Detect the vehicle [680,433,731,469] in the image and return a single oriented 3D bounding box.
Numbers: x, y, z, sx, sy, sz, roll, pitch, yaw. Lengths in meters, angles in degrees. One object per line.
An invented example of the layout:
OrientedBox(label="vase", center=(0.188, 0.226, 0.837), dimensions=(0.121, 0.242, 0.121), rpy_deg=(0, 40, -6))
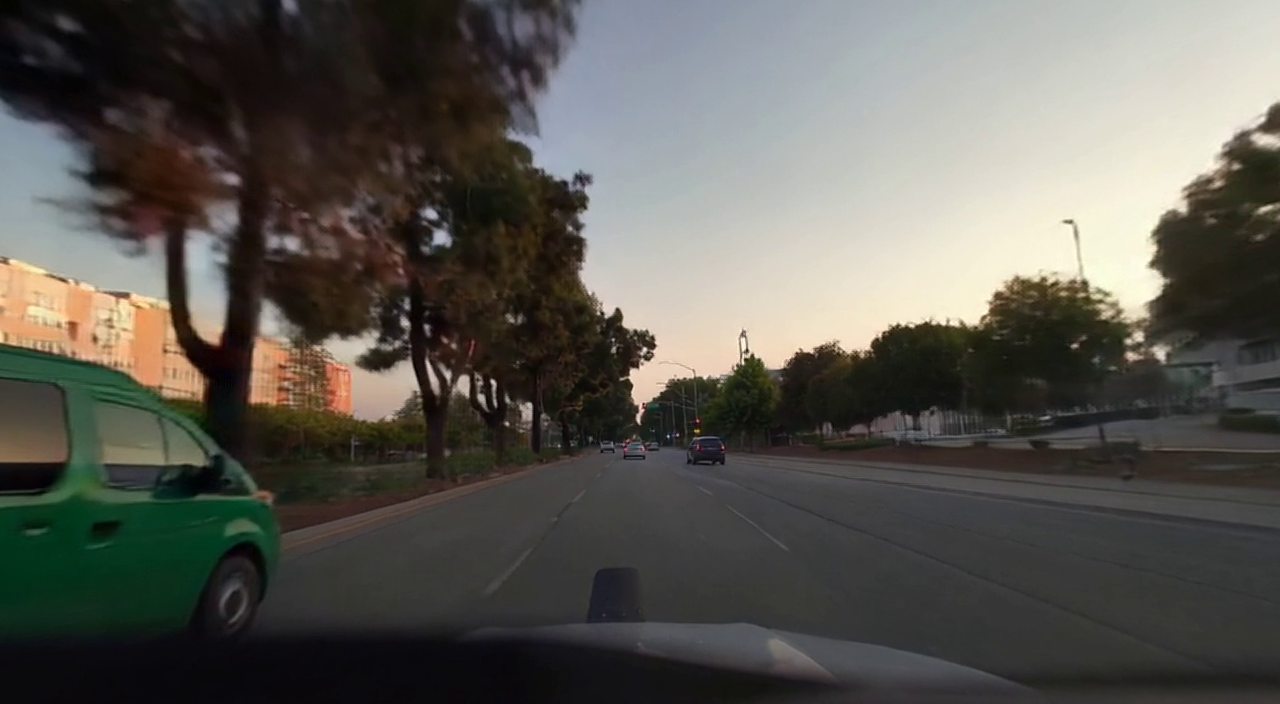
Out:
OrientedBox(label="vehicle", center=(3.429, 5.307, 33.975), dimensions=(2.181, 1.781, 4.257), rpy_deg=(0, -9, -1))

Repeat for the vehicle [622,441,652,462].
OrientedBox(label="vehicle", center=(-0.263, 7.089, 45.201), dimensions=(2.039, 1.455, 3.826), rpy_deg=(0, -9, -1))

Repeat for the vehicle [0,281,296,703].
OrientedBox(label="vehicle", center=(-3.481, 0.611, 2.007), dimensions=(2.075, 1.863, 4.744), rpy_deg=(0, -9, 0))
